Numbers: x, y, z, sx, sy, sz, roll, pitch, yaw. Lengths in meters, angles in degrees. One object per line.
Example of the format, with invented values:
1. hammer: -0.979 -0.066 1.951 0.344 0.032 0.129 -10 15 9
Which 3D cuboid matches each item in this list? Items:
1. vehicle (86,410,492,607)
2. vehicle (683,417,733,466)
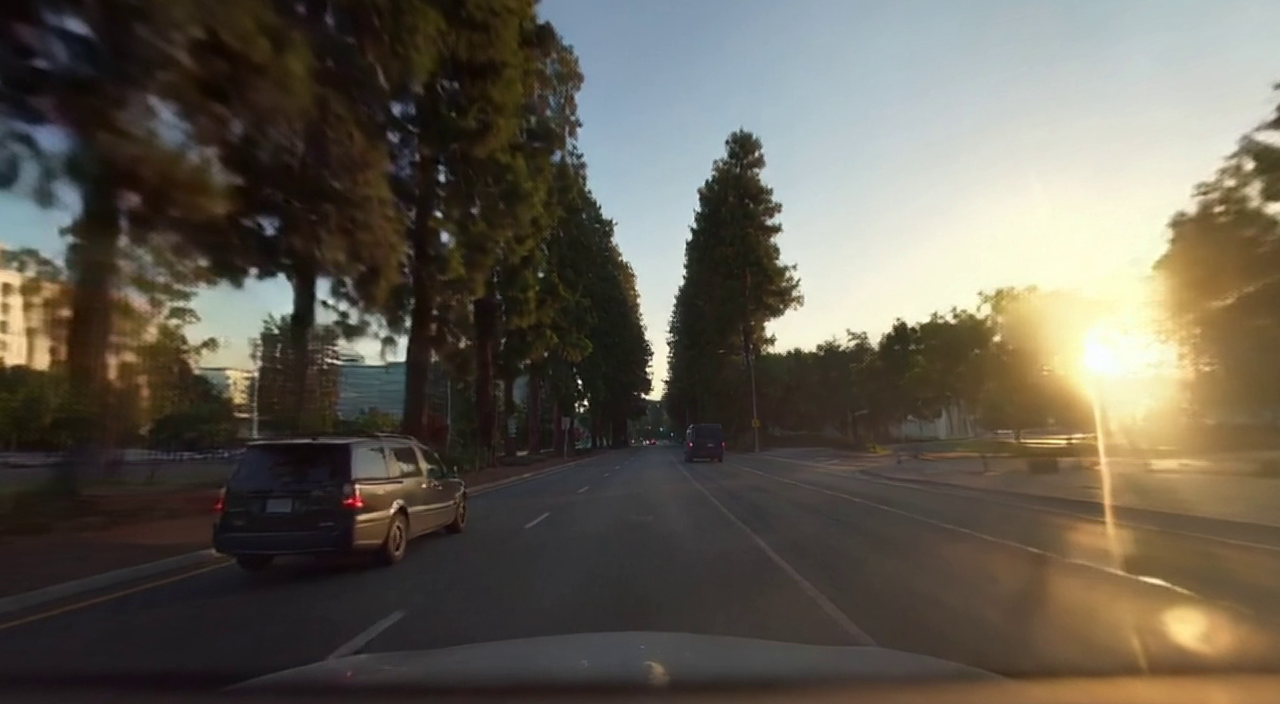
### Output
1. vehicle: -3.442 1.624 7.521 2.129 1.602 4.532 0 -8 2
2. vehicle: 3.908 5.333 37.442 2.349 2.671 5.744 0 -8 1
